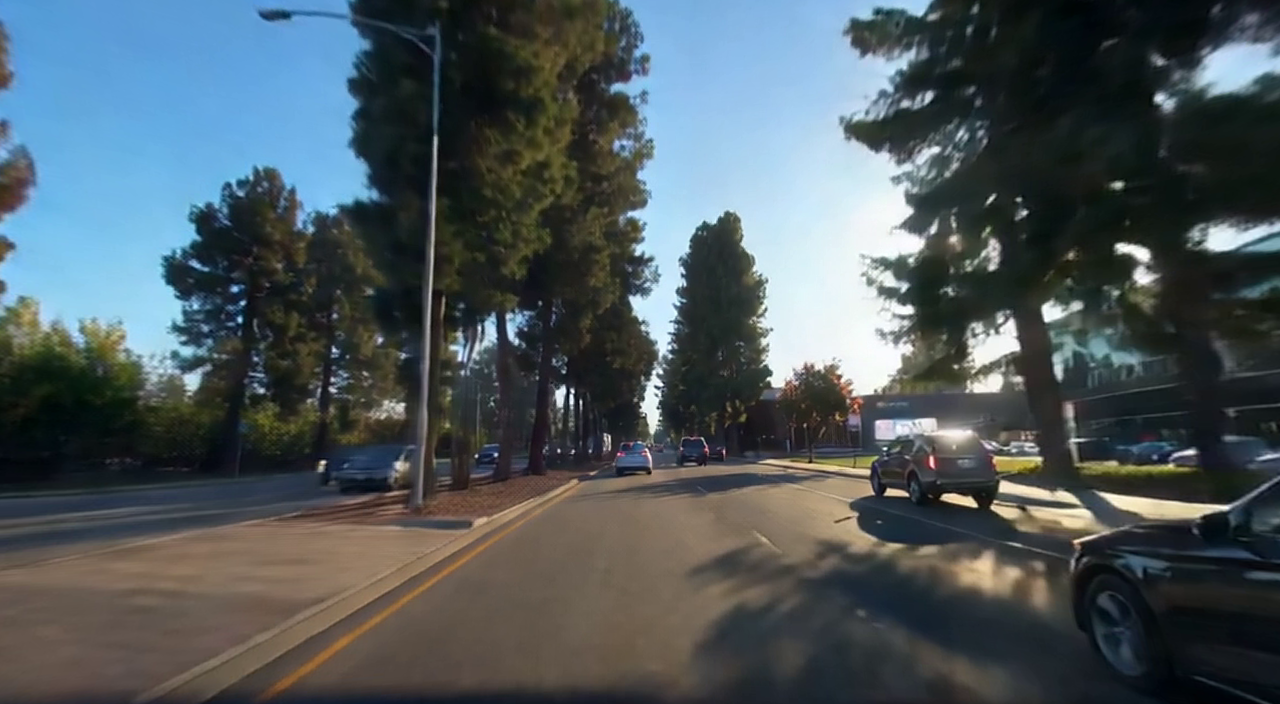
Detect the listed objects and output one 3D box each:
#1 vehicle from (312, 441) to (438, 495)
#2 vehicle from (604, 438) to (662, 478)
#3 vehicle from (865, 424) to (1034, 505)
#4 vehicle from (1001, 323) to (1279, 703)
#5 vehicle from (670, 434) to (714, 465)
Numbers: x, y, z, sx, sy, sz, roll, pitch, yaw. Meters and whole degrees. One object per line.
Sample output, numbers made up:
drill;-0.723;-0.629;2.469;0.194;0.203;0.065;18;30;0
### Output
vehicle;-8.698;3.812;21.145;2.082;1.588;4.710;0;-8;1
vehicle;-0.258;4.558;27.191;2.315;1.563;4.080;0;-8;0
vehicle;7.656;2.814;16.159;2.090;1.768;4.407;0;-8;0
vehicle;3.495;0.706;1.897;2.090;1.763;4.560;0;-8;0
vehicle;3.726;7.164;46.257;2.716;2.131;5.766;0;-8;0
